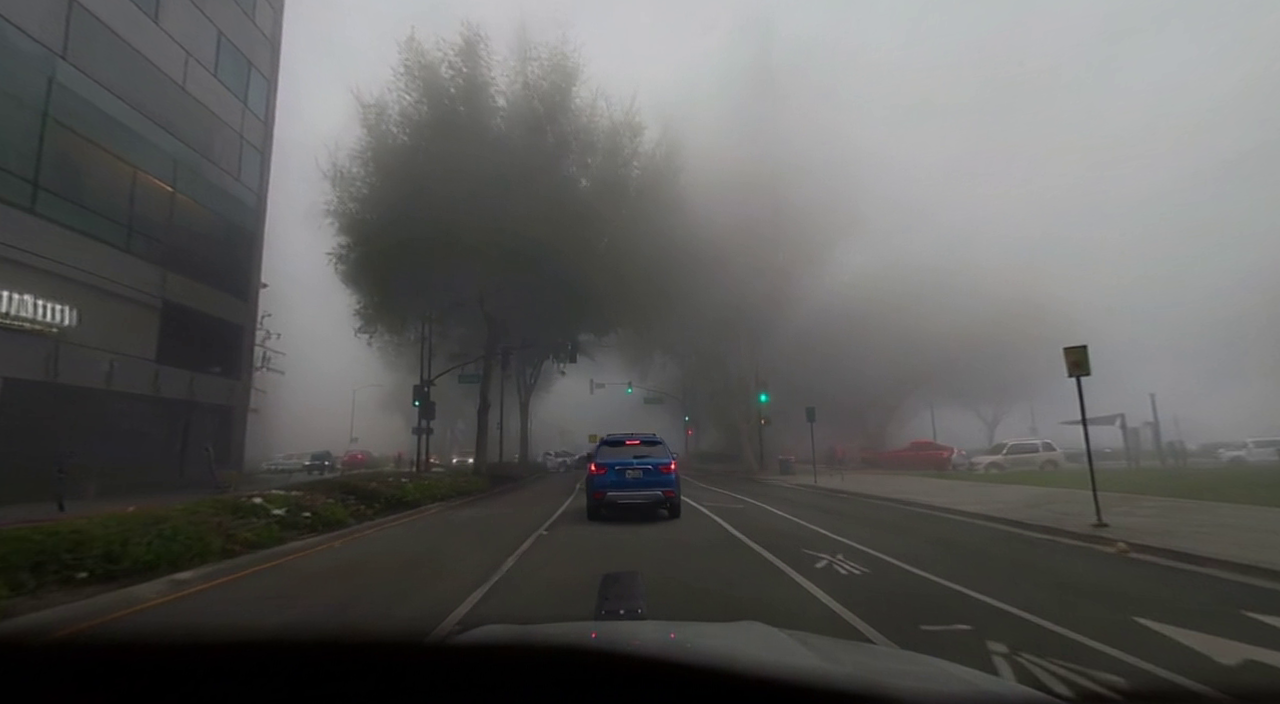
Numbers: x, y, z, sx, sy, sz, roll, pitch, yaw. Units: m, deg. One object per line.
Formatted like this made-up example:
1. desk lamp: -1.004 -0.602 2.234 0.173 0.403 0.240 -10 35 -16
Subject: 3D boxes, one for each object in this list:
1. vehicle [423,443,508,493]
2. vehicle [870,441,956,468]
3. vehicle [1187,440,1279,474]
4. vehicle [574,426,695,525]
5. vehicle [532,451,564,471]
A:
1. vehicle: -6.295 4.208 23.320 2.028 1.655 4.189 0 -9 -1
2. vehicle: 16.630 6.277 38.660 4.422 1.563 1.751 0 -9 -2
3. vehicle: 31.032 5.274 31.817 5.161 1.610 2.024 0 -9 -3
4. vehicle: -0.172 2.558 13.590 2.183 1.765 4.059 0 -9 -2
5. vehicle: -7.143 8.497 49.566 1.908 1.475 4.337 0 -9 0
